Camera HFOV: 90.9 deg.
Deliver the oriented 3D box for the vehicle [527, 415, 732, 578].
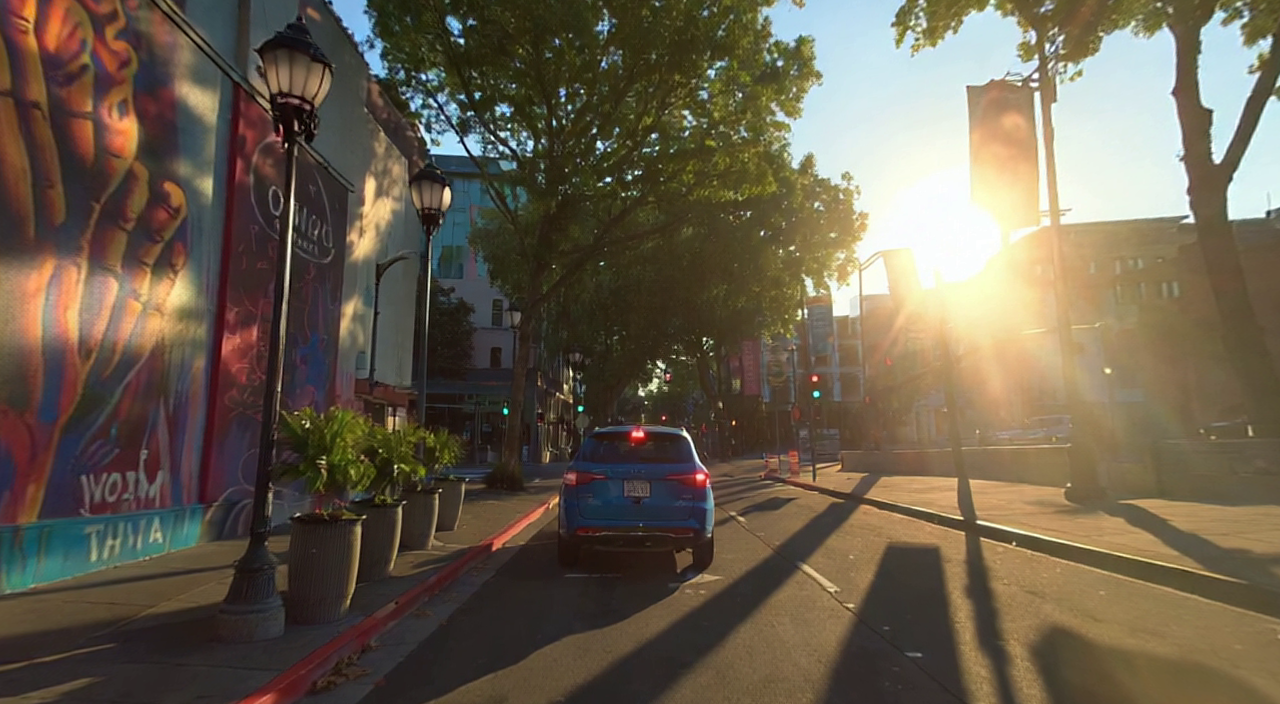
[{"bbox_3d":[-0.134,1.756,8.404,2.079,1.621,3.861,0,-8,-1],"label":"vehicle"}]
